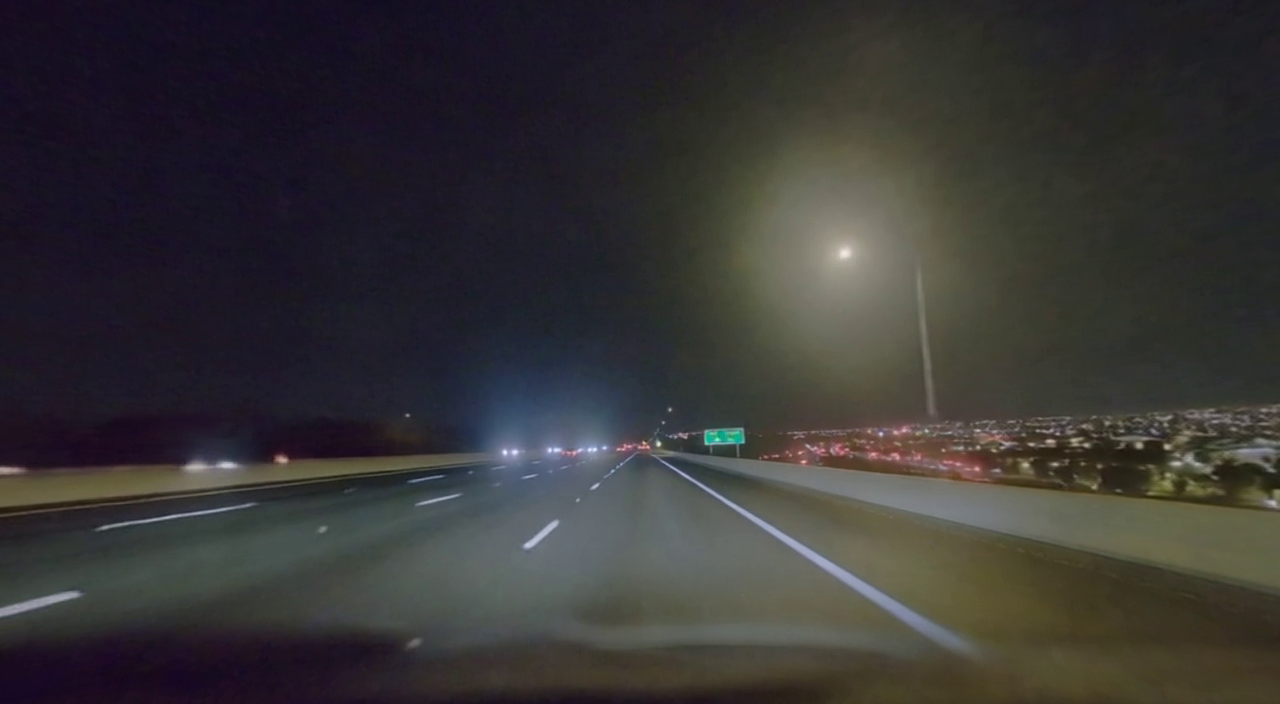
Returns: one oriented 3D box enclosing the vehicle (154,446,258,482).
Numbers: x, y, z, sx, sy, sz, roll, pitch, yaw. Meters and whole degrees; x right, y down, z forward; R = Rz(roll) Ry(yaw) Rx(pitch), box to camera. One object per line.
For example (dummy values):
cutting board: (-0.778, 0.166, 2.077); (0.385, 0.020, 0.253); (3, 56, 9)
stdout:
vehicle: (-20.261, 5.232, 29.660); (1.867, 1.547, 4.145); (0, -9, 1)
